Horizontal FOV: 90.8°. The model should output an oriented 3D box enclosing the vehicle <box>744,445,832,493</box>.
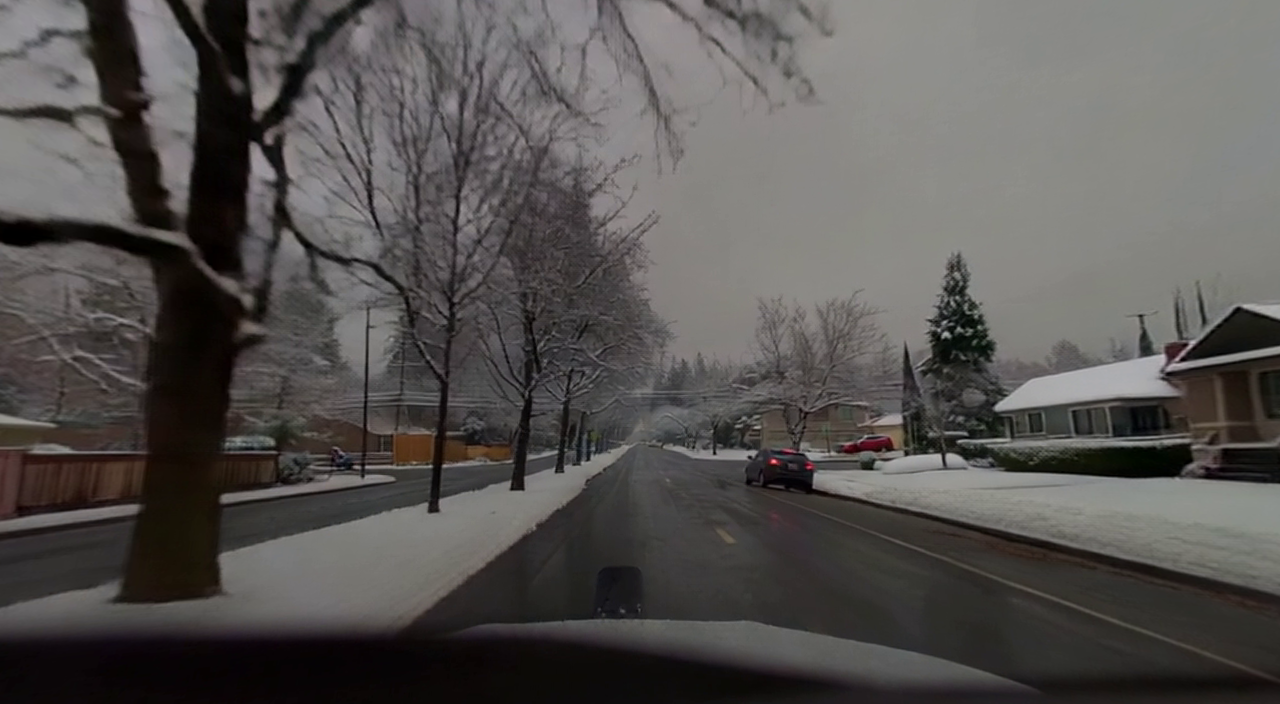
[{"bbox_3d":[4.996,3.996,21.962,1.904,1.475,4.386,0,-9,-2],"label":"vehicle"}]
